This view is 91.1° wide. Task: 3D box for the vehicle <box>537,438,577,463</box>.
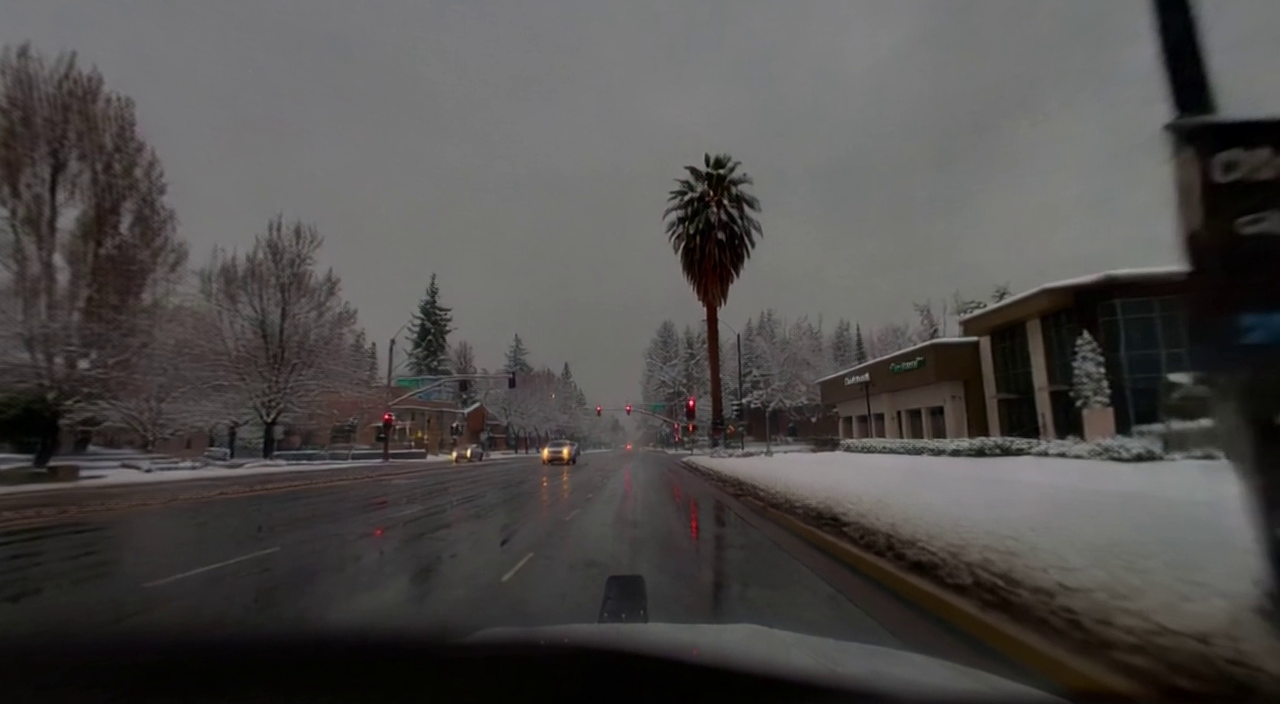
[{"bbox_3d":[-5.925,7.079,45.154,2.121,1.731,4.707,0,-9,1],"label":"vehicle"}]
